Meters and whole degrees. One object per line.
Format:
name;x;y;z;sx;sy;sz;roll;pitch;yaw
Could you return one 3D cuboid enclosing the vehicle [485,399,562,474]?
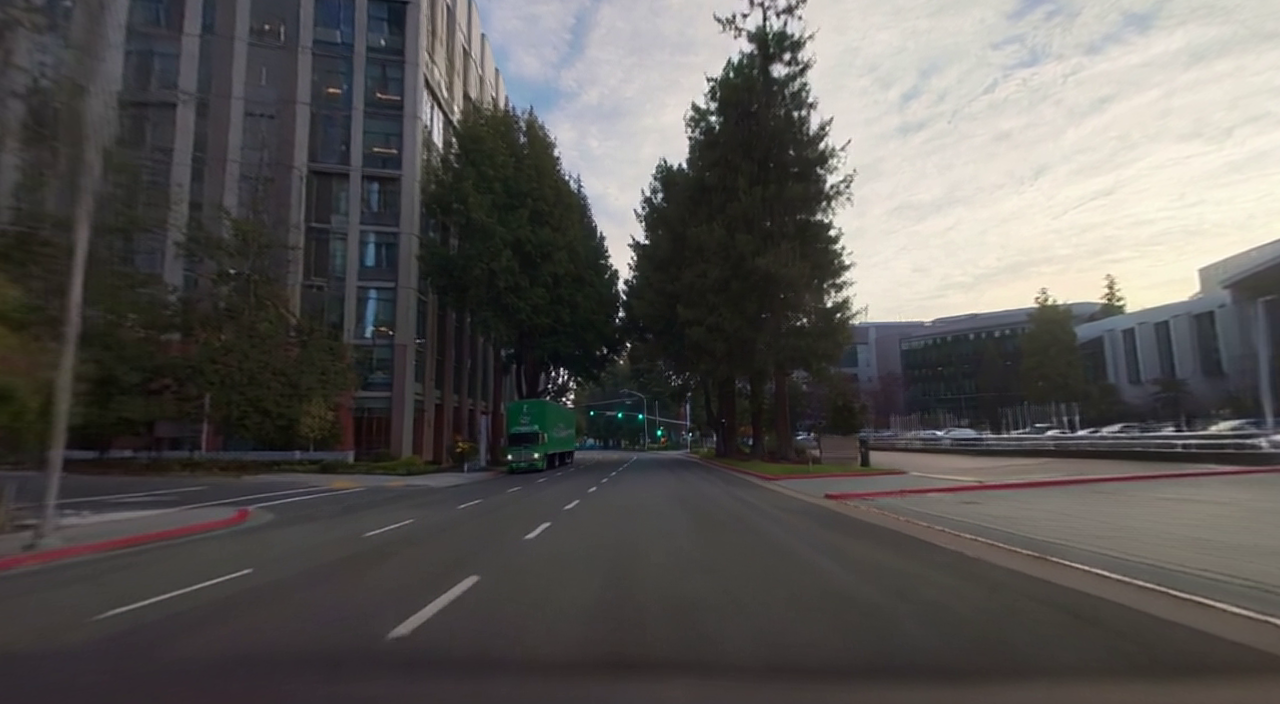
vehicle;-6.851;5.189;38.378;3.053;4.058;8.110;0;-9;0
